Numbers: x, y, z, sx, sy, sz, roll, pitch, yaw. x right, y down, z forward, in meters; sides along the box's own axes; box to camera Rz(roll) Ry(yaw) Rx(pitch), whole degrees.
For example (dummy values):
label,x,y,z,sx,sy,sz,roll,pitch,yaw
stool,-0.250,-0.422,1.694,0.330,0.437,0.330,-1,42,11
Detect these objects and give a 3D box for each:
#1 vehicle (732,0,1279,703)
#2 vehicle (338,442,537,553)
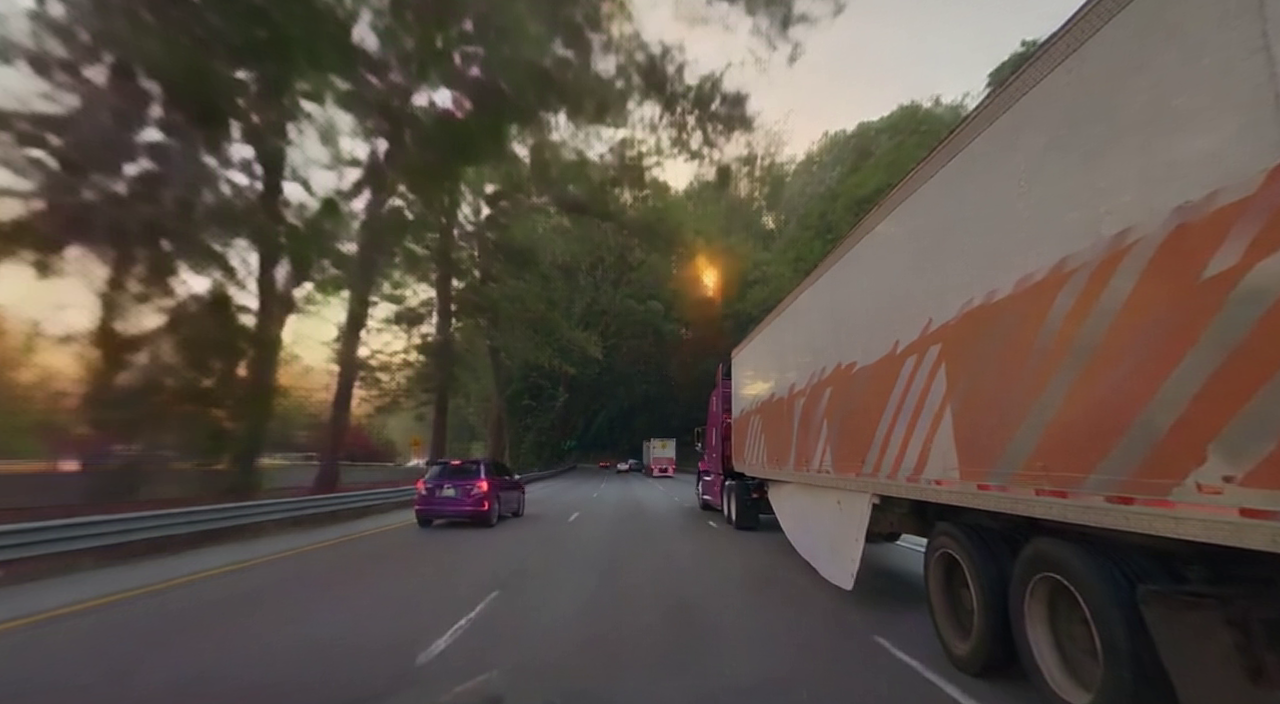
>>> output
label,x,y,z,sx,sy,sz,roll,pitch,yaw
vehicle,3.744,0.867,8.508,2.856,4.040,14.009,1,-10,0
vehicle,-3.422,2.613,11.873,2.010,1.580,4.949,1,-10,1
